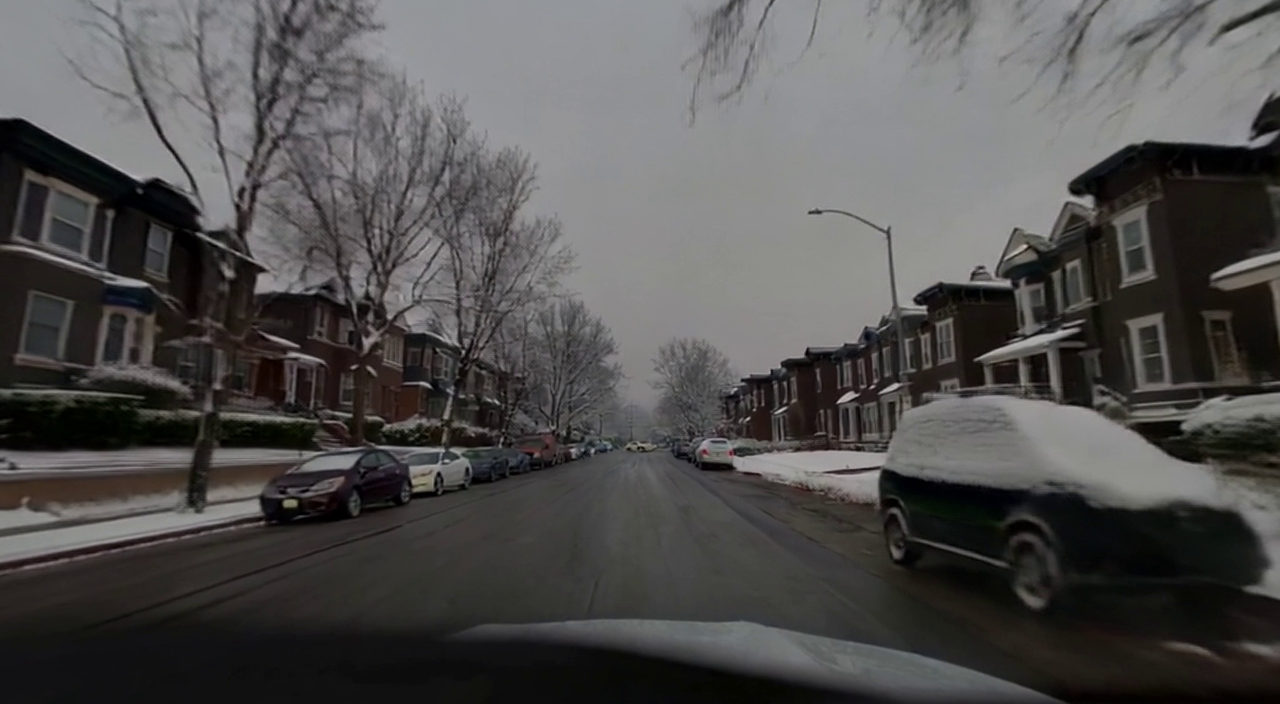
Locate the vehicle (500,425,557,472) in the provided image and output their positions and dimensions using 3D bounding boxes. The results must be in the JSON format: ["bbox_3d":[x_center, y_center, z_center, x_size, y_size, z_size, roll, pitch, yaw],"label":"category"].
[{"bbox_3d":[-6.800,6.056,39.121,2.341,2.674,5.753,-1,-10,1],"label":"vehicle"}]

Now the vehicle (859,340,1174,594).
[{"bbox_3d":[4.100,1.279,7.353,2.158,2.478,2.078,-1,-9,-1],"label":"vehicle"}]

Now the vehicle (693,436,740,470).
[{"bbox_3d":[4.651,6.250,38.966,2.216,1.955,4.970,0,-9,-1],"label":"vehicle"}]

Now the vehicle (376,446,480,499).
[{"bbox_3d":[-6.746,3.869,20.617,1.845,1.475,4.495,-1,-9,0],"label":"vehicle"}]

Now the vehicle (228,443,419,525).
[{"bbox_3d":[-6.896,2.923,14.457,2.003,1.501,4.779,-1,-10,-1],"label":"vehicle"}]

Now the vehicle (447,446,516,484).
[{"bbox_3d":[-6.723,4.839,27.174,1.832,1.483,4.140,-1,-9,1],"label":"vehicle"}]
